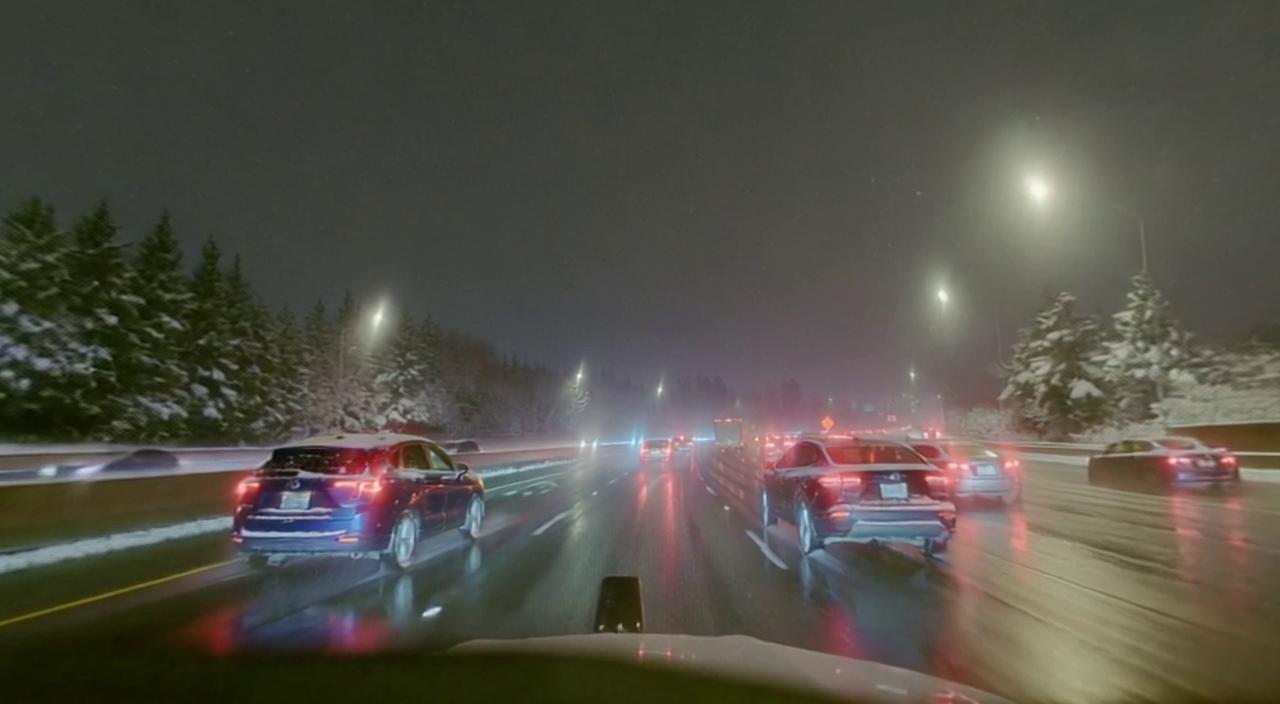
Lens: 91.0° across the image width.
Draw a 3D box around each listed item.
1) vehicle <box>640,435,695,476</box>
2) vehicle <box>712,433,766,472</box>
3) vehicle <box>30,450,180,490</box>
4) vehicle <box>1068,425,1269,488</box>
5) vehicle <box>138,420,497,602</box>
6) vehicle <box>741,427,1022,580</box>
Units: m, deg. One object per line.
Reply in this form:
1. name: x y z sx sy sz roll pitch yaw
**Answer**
1. vehicle: 1.219 4.477 27.329 2.201 1.614 3.803 -1 -9 4
2. vehicle: 4.602 4.755 29.849 2.076 1.684 4.241 -1 -9 4
3. vehicle: -22.533 4.960 26.855 1.932 1.518 4.817 -1 -9 4
4. vehicle: 14.652 2.939 17.928 1.976 1.548 4.687 -1 -9 6
5. vehicle: -3.327 1.728 7.773 1.937 1.558 4.469 0 -9 2
6. vehicle: 2.752 1.852 8.543 2.009 1.489 4.559 0 -9 0
